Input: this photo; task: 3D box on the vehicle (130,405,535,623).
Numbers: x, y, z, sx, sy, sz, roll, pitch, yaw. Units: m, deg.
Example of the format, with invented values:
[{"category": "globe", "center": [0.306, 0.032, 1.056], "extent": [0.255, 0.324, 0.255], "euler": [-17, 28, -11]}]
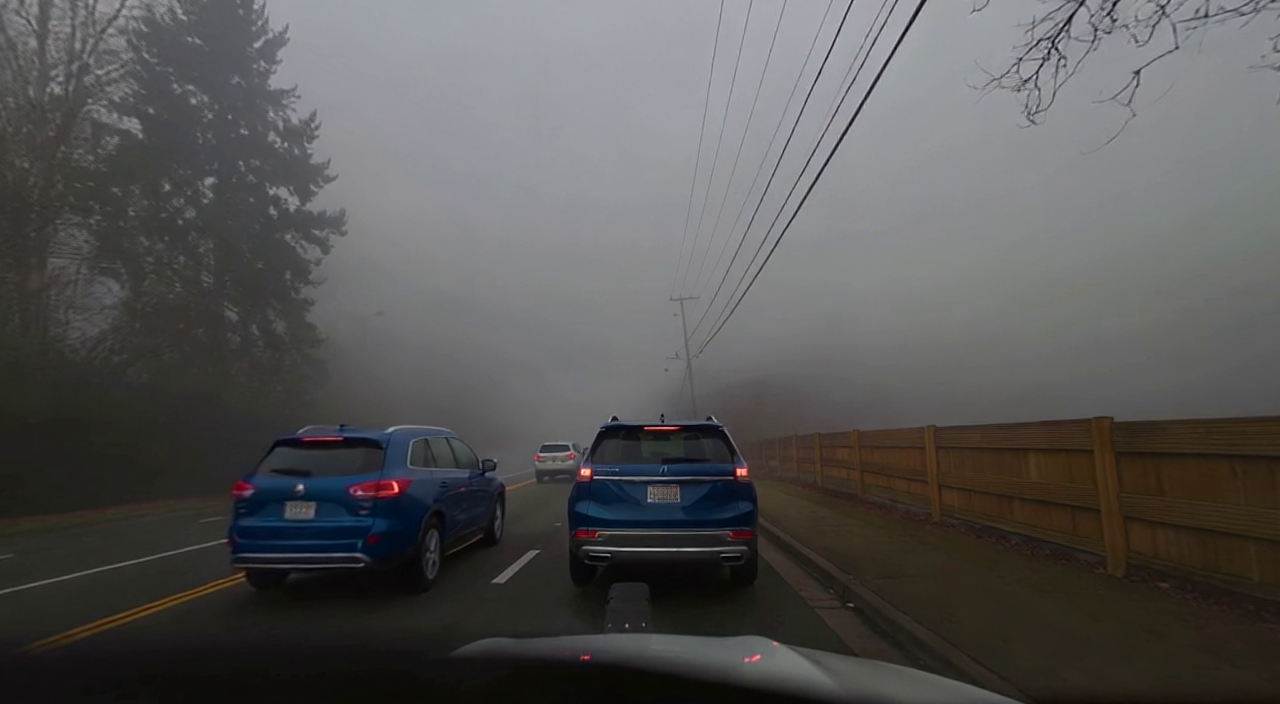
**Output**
[{"category": "vehicle", "center": [-2.758, 1.592, 7.232], "extent": [2.176, 1.653, 4.666], "euler": [0, -9, 2]}]

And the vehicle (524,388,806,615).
[{"category": "vehicle", "center": [0.187, 1.464, 7.025], "extent": [2.174, 1.749, 4.113], "euler": [0, -9, 0]}]
